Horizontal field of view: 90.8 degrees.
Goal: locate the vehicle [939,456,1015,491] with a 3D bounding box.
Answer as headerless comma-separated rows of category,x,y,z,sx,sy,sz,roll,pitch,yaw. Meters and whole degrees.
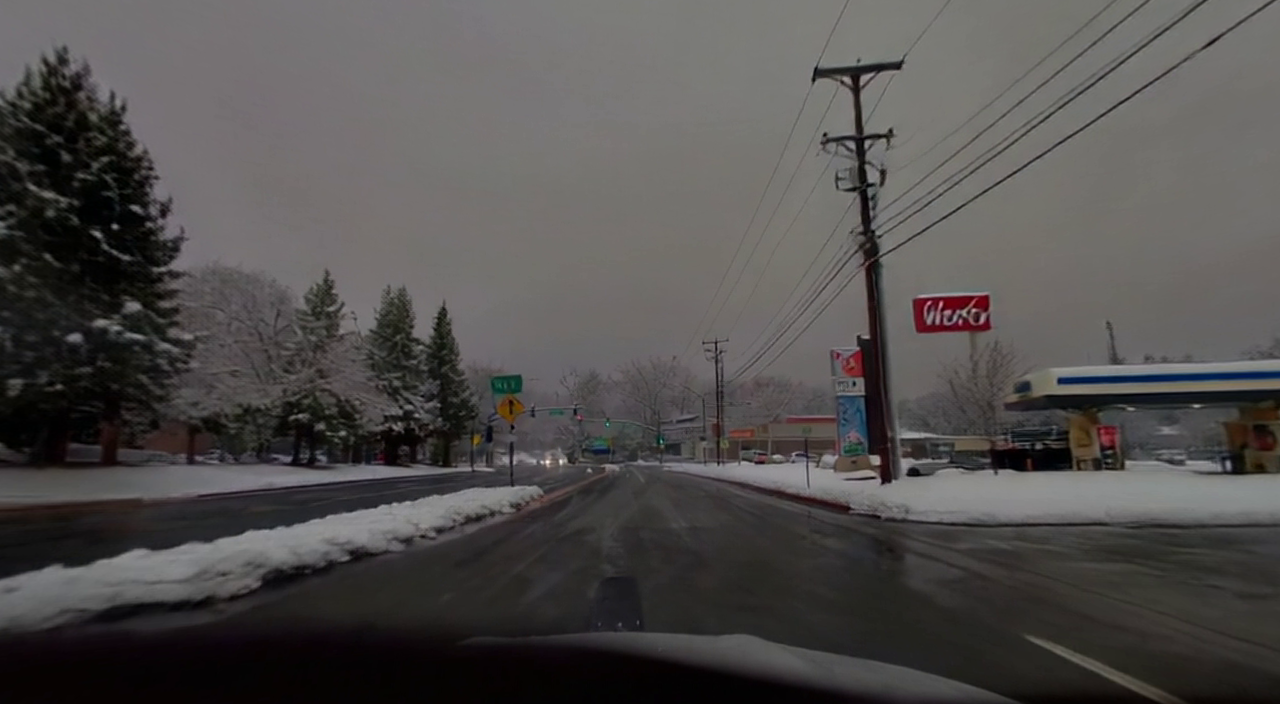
vehicle,18.581,6.674,35.073,2.041,1.674,4.301,2,-9,3

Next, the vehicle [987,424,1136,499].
vehicle,18.357,4.769,28.040,2.642,2.930,5.826,0,-9,2

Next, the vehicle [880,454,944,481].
vehicle,20.564,8.696,47.656,4.694,1.845,2.086,6,-10,-33

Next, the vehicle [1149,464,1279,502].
vehicle,25.901,5.881,28.683,2.113,1.461,3.997,0,-9,-1
